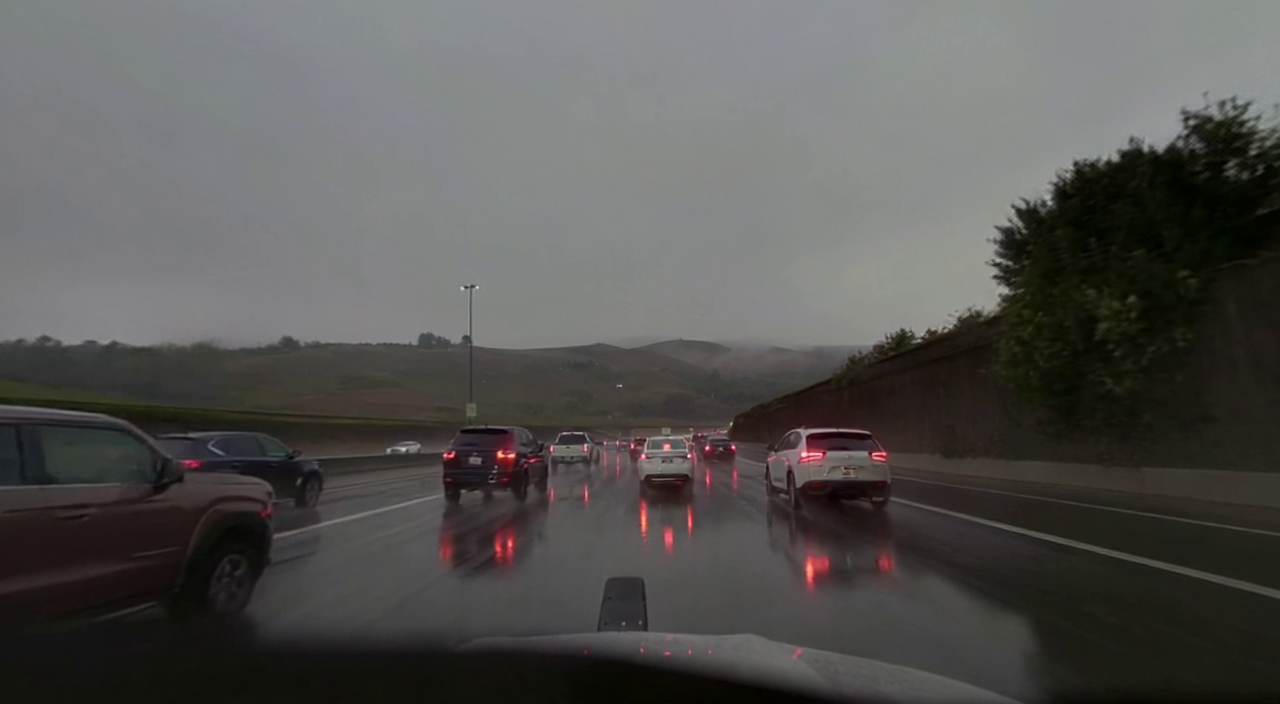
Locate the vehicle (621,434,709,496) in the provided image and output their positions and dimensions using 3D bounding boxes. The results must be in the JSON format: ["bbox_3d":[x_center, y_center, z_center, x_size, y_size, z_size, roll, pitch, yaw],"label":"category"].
[{"bbox_3d":[0.658,3.022,17.330,2.105,1.471,4.349,0,-8,1],"label":"vehicle"}]

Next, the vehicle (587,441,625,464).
[{"bbox_3d":[-2.123,6.327,39.997,1.973,1.378,3.677,-1,-8,3],"label":"vehicle"}]

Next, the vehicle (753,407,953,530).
[{"bbox_3d":[3.493,2.017,11.448,2.046,1.765,4.534,0,-8,0],"label":"vehicle"}]

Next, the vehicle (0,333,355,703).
[{"bbox_3d":[-3.579,0.890,3.123,2.179,1.723,4.410,0,-8,1],"label":"vehicle"}]

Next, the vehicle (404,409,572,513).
[{"bbox_3d":[-3.125,2.416,14.486,2.301,1.902,5.374,0,-8,3],"label":"vehicle"}]
